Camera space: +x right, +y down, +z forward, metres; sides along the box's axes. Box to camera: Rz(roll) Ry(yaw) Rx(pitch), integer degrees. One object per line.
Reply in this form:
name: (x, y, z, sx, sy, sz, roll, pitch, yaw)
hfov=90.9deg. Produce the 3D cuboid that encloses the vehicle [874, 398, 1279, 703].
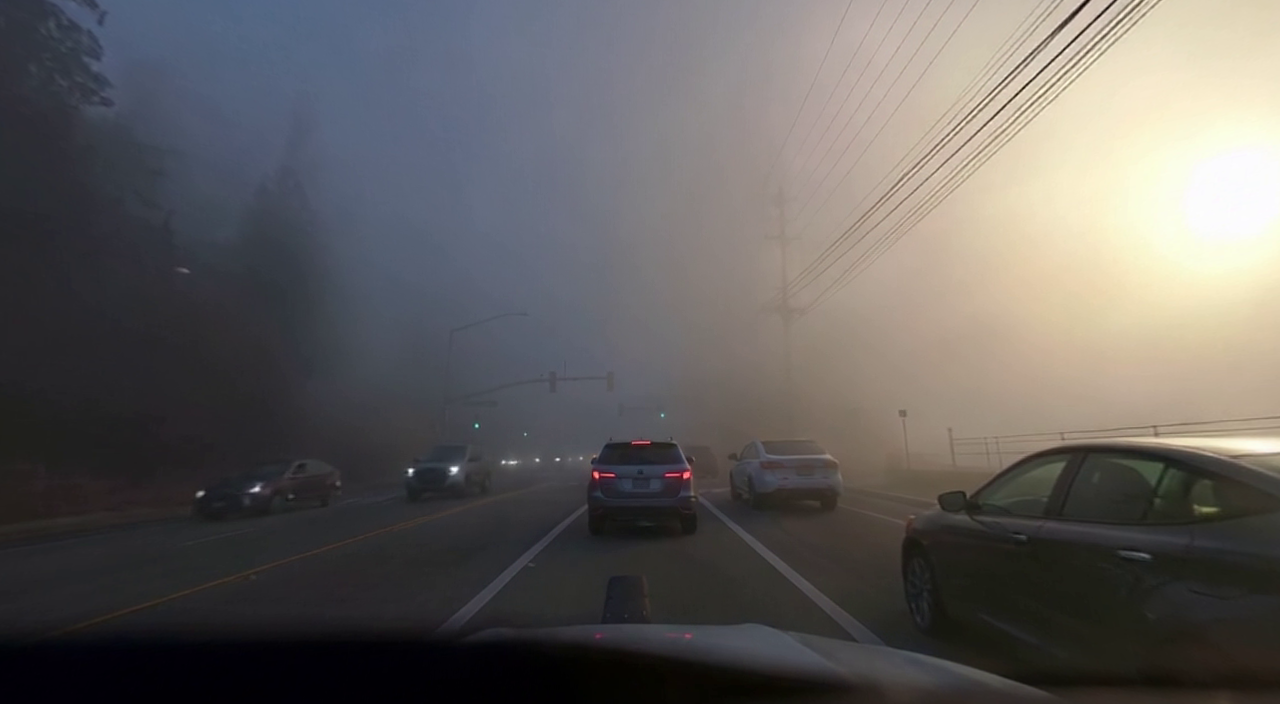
vehicle: (2.856, 1.037, 2.878, 1.950, 1.487, 4.275, 0, -8, 1)

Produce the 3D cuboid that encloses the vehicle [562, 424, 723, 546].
vehicle: (0.047, 2.139, 10.784, 2.200, 1.653, 4.127, 0, -8, 1)

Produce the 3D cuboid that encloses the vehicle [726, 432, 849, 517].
vehicle: (3.272, 2.785, 14.872, 1.914, 1.698, 4.049, 0, -8, 0)

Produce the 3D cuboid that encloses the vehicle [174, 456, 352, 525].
vehicle: (-9.409, 3.448, 16.252, 1.854, 1.459, 4.288, 0, -8, 1)

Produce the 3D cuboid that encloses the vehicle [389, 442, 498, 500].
vehicle: (-6.430, 3.917, 21.255, 2.218, 1.722, 4.397, 0, -8, 0)
